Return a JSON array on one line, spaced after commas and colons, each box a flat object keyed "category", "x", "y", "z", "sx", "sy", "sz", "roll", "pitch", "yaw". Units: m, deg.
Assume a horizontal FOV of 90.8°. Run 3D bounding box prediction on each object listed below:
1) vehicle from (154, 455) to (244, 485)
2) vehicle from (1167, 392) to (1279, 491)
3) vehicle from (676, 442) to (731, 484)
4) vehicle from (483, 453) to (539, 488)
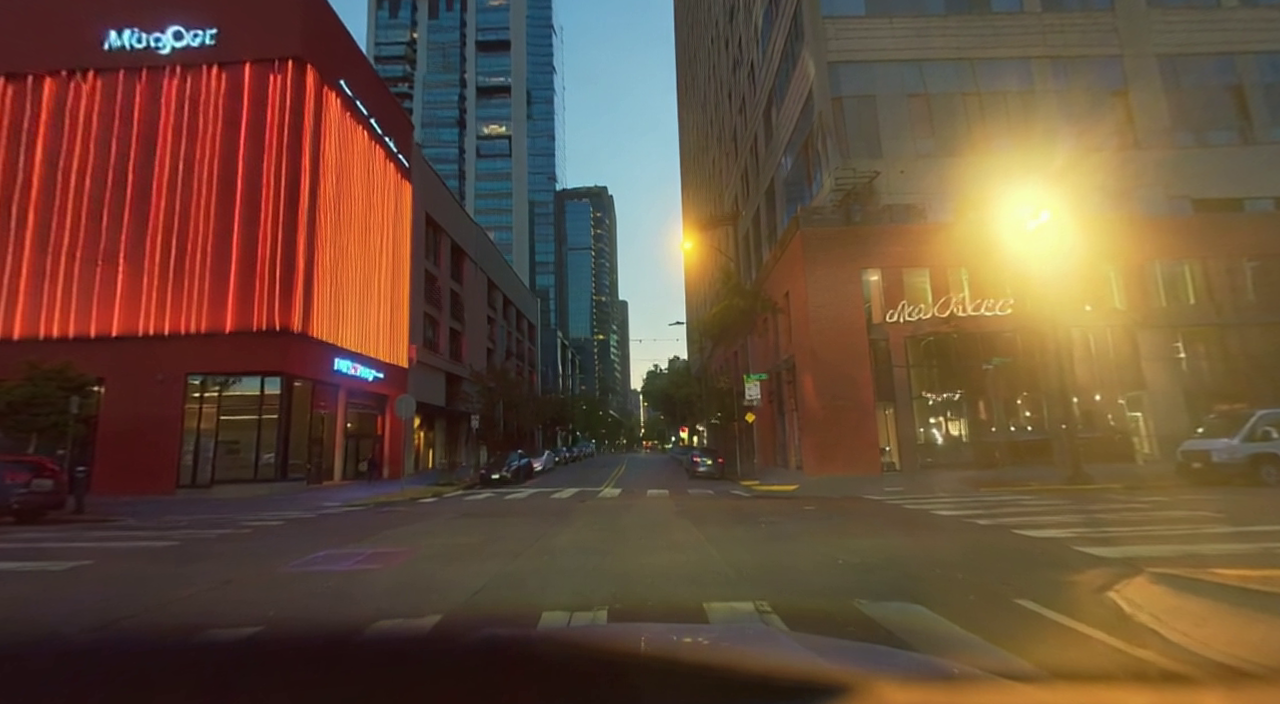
[{"category": "vehicle", "x": -24.082, "y": 6.429, "z": 34.593, "sx": 3.618, "sy": 1.412, "sz": 1.587, "roll": -1, "pitch": -9, "yaw": -7}, {"category": "vehicle", "x": 18.762, "y": 2.522, "z": 17.902, "sx": 5.384, "sy": 2.586, "sz": 2.358, "roll": 0, "pitch": -8, "yaw": 0}, {"category": "vehicle", "x": 2.726, "y": 4.885, "z": 28.051, "sx": 1.917, "sy": 1.680, "sz": 4.500, "roll": 0, "pitch": -8, "yaw": 0}, {"category": "vehicle", "x": -5.864, "y": 5.427, "z": 29.215, "sx": 1.864, "sy": 1.447, "sz": 3.887, "roll": 0, "pitch": -8, "yaw": -2}]
